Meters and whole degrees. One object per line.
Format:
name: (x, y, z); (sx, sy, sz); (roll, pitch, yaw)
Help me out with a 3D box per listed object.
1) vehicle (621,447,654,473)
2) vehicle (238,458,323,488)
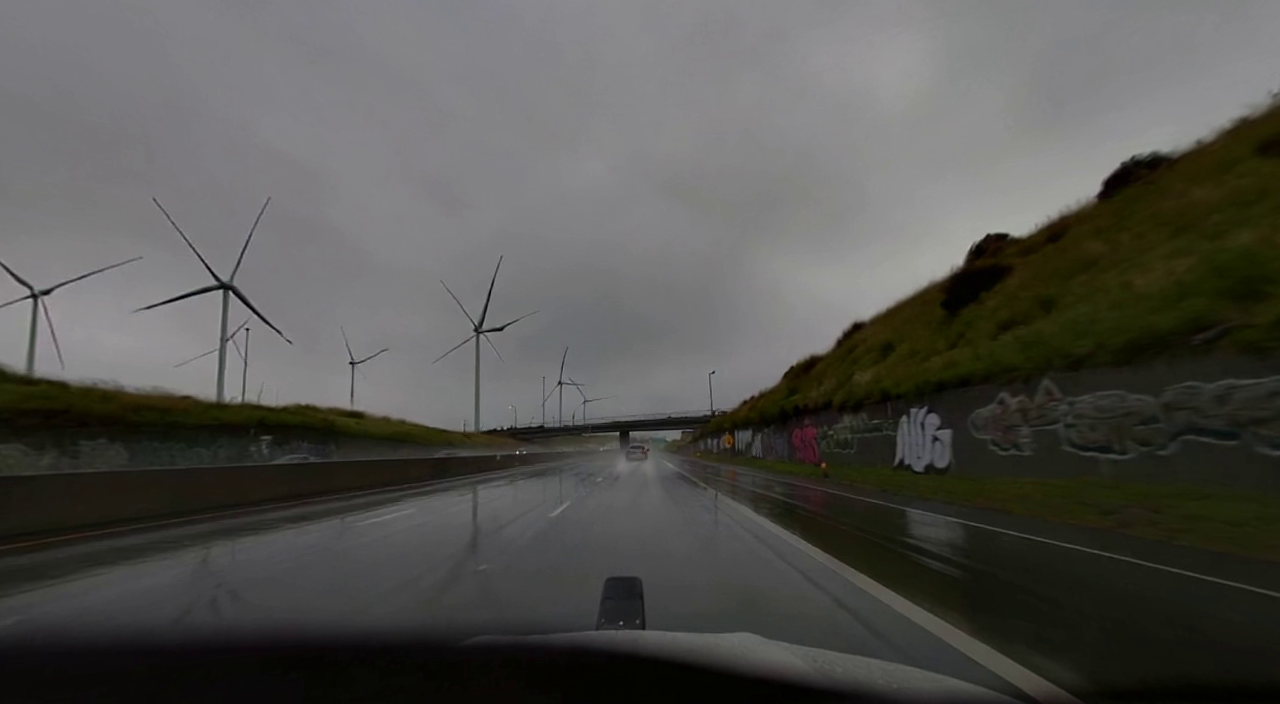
vehicle: (-0.146, 6.640, 38.958); (1.870, 1.481, 4.234); (0, -9, 0)
vehicle: (-18.671, 6.271, 33.020); (1.822, 1.421, 4.406); (0, -9, 1)
